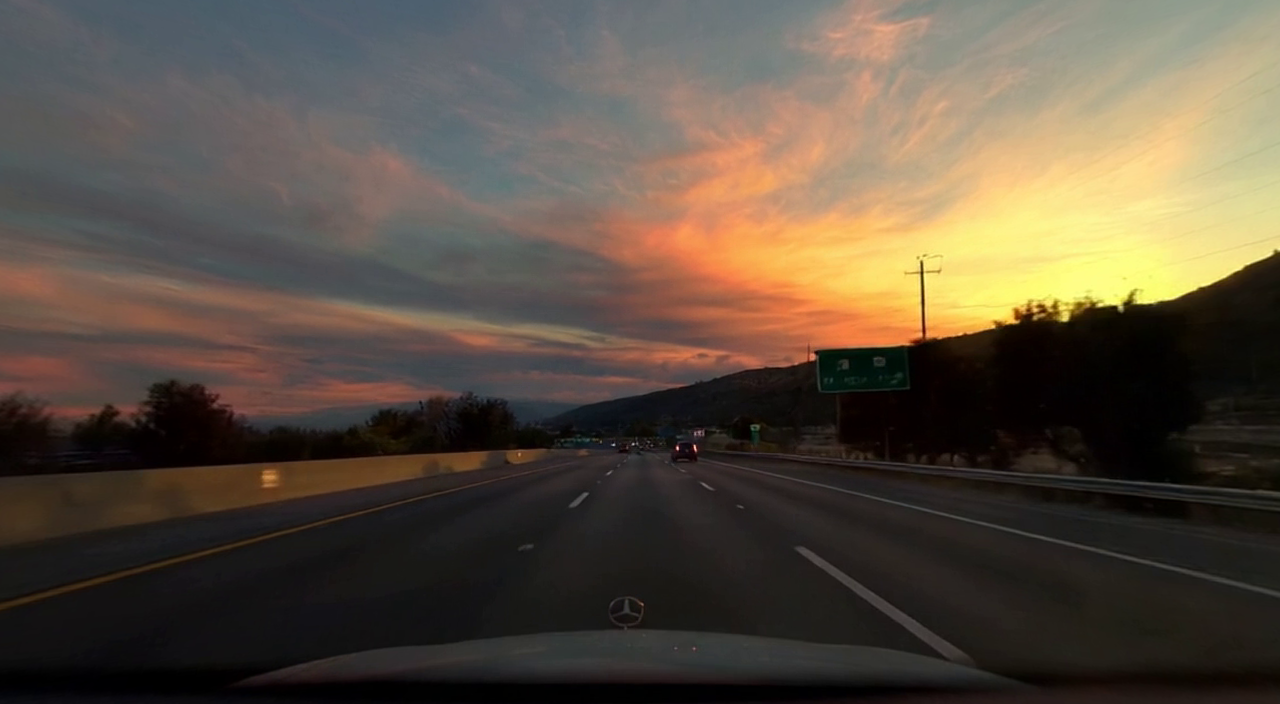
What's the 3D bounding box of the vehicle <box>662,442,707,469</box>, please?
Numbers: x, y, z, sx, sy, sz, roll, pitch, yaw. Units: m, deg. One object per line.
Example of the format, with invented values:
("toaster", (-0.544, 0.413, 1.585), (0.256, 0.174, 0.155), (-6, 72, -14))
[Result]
("vehicle", (2.508, 6.029, 36.936), (2.193, 1.462, 4.533), (0, -8, -1))
